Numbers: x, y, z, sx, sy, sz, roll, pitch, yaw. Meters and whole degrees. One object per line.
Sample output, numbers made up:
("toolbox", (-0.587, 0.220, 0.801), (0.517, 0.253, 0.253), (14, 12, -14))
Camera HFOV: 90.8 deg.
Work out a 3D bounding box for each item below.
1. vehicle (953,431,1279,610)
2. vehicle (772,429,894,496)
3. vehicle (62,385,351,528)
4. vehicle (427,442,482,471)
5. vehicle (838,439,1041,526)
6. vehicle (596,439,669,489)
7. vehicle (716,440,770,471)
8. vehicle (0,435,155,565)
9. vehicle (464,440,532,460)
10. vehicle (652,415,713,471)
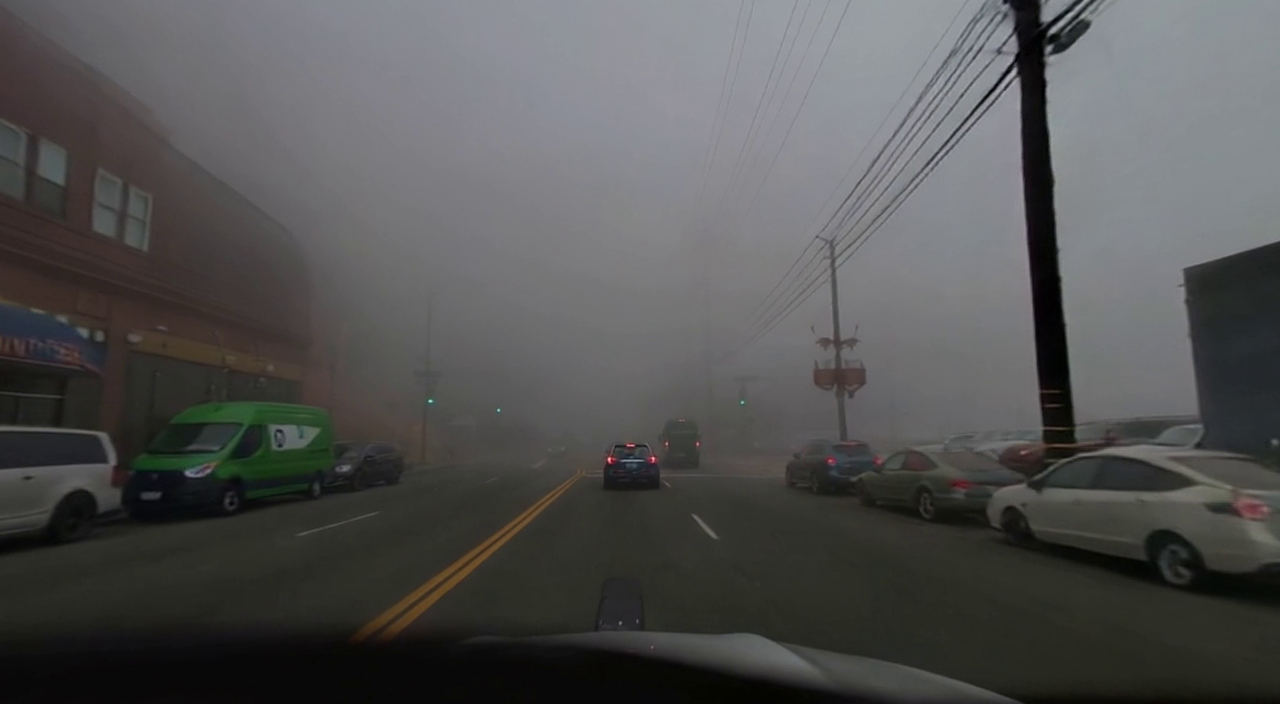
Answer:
("vehicle", (5.858, 1.727, 7.495), (2.012, 1.470, 4.394), (0, -8, 0))
("vehicle", (5.686, 3.330, 19.414), (2.079, 1.788, 4.974), (0, -8, -1))
("vehicle", (-9.669, 2.426, 15.068), (2.724, 2.739, 5.663), (0, -8, 1))
("vehicle", (-10.542, 5.974, 36.220), (1.962, 1.529, 4.109), (2, -9, -2))
("vehicle", (5.865, 2.576, 13.176), (1.876, 1.471, 4.657), (0, -8, -1))
("vehicle", (-0.297, 3.594, 20.660), (2.112, 1.464, 4.411), (0, -8, -2))
("vehicle", (5.274, 5.350, 32.778), (1.824, 1.481, 4.057), (1, -8, -4))
("vehicle", (-9.684, 1.956, 8.260), (2.256, 1.722, 5.644), (0, -8, -1))
("vehicle", (-11.011, 7.619, 49.128), (4.877, 1.477, 1.826), (1, -8, -4))
("vehicle", (2.033, 4.694, 32.429), (2.649, 2.583, 5.800), (0, -8, -1))
